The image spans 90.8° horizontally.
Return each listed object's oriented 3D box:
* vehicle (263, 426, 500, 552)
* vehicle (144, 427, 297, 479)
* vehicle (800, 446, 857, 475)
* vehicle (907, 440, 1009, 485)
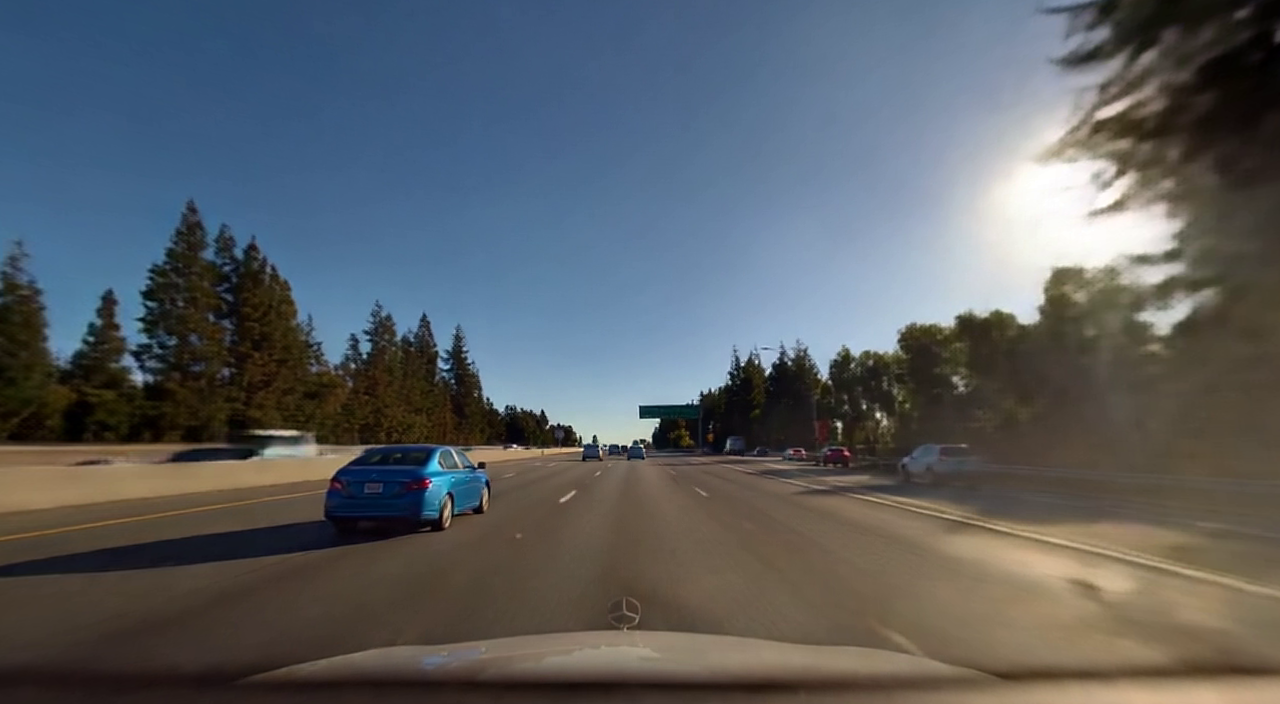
[{"bbox_3d":[-3.717,2.040,10.062,2.020,1.554,4.137,0,-9,0],"label":"vehicle"},{"bbox_3d":[-17.506,4.251,26.915,2.355,1.935,6.026,0,-9,0],"label":"vehicle"},{"bbox_3d":[10.479,6.038,35.495,1.940,1.496,4.992,0,-9,4],"label":"vehicle"},{"bbox_3d":[14.260,4.969,28.797,2.278,1.816,5.666,-1,-9,7],"label":"vehicle"}]
